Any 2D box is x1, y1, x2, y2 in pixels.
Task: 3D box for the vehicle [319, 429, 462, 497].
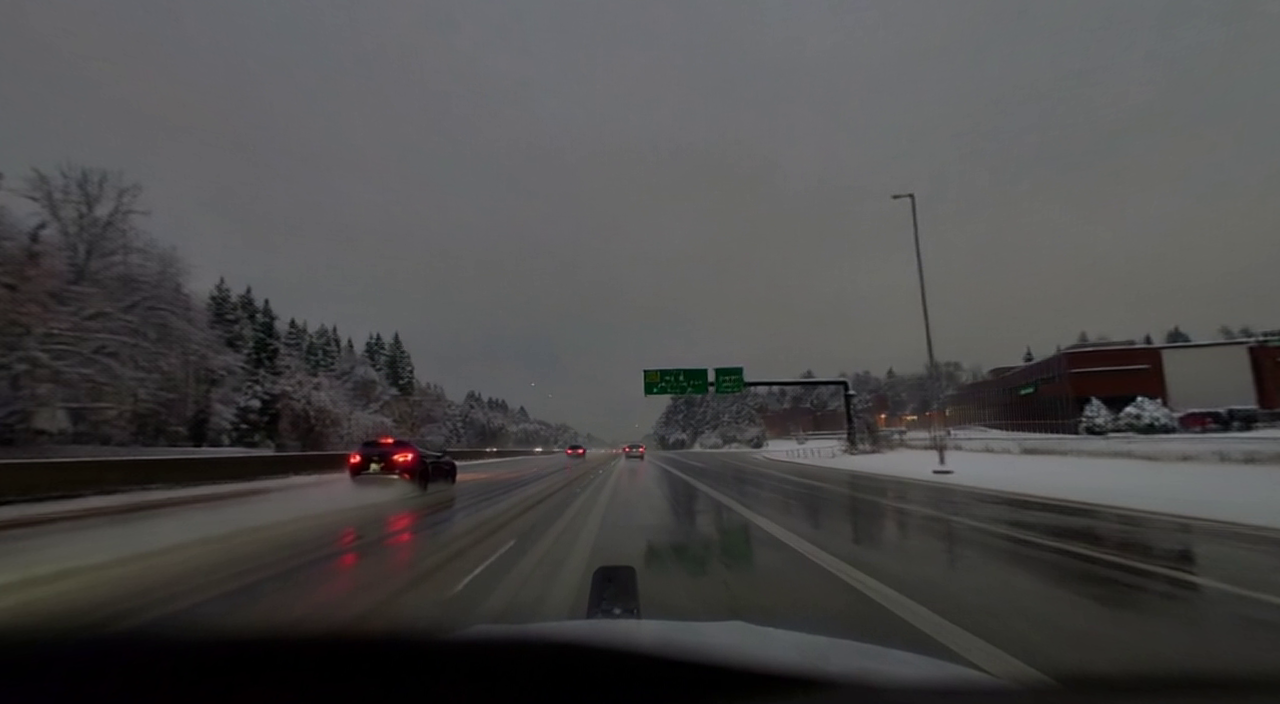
[{"bbox_3d":[-6.720,3.051,17.728,2.016,1.606,4.806,1,-8,1],"label":"vehicle"}]
